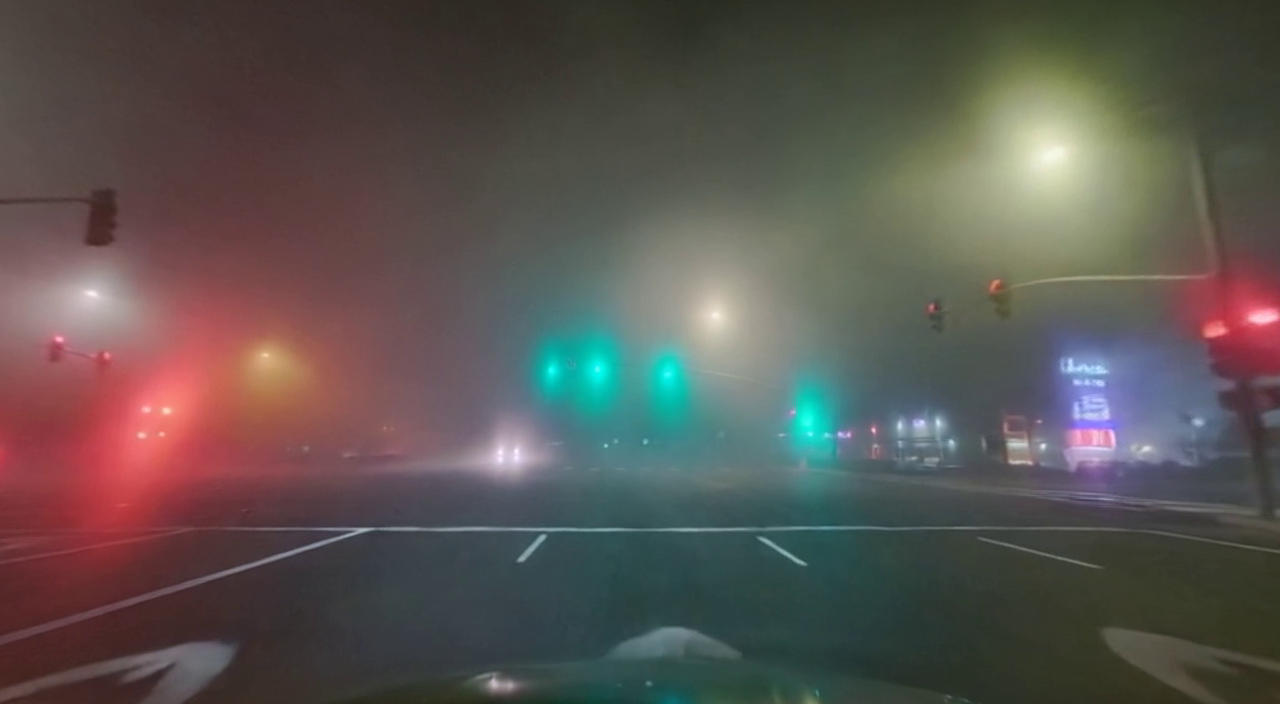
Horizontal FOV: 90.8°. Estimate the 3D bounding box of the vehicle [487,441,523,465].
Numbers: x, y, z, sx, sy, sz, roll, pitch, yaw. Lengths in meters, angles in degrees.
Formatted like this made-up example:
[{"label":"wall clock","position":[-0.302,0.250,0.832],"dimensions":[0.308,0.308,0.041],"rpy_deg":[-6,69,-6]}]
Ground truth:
[{"label":"vehicle","position":[-10.487,7.901,49.466],"dimensions":[2.175,1.795,4.640],"rpy_deg":[0,-8,-5]}]
